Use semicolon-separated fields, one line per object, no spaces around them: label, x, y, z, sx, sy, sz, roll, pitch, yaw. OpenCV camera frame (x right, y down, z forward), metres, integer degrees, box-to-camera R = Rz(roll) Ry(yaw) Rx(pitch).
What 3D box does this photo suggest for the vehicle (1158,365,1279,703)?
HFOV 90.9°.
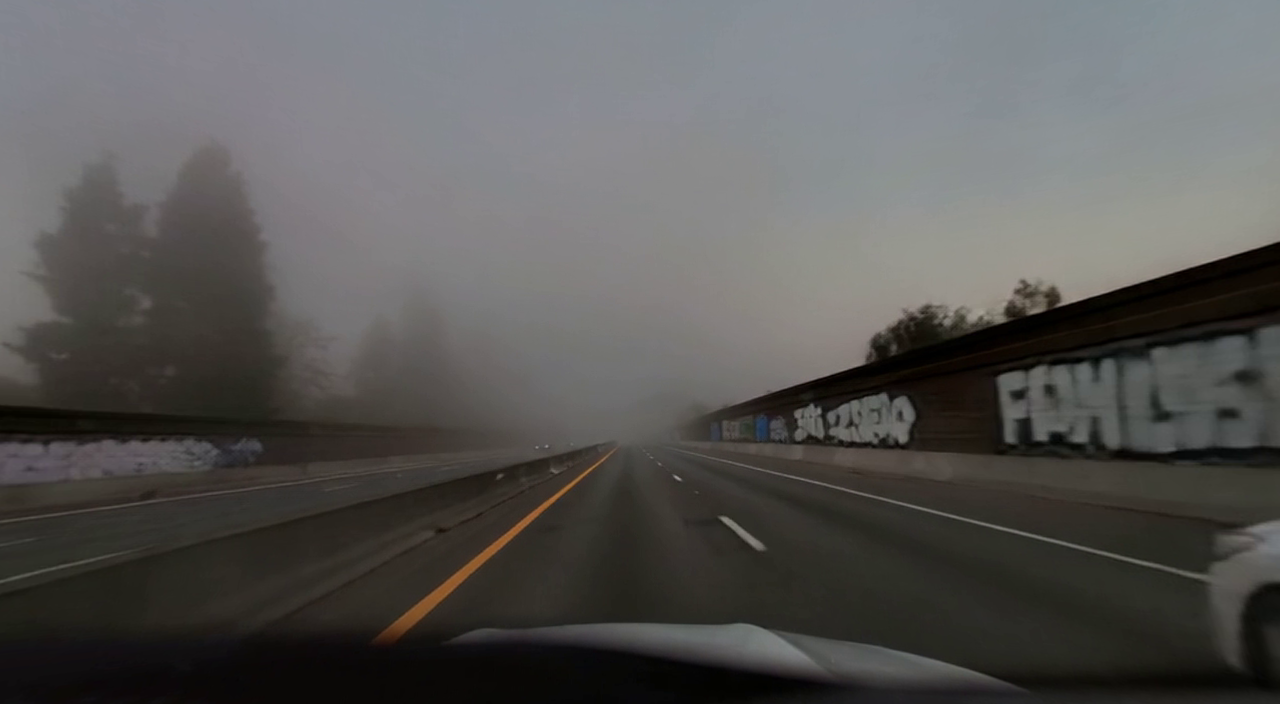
vehicle;3.540;0.663;1.266;1.841;1.556;3.618;0;-8;-1
